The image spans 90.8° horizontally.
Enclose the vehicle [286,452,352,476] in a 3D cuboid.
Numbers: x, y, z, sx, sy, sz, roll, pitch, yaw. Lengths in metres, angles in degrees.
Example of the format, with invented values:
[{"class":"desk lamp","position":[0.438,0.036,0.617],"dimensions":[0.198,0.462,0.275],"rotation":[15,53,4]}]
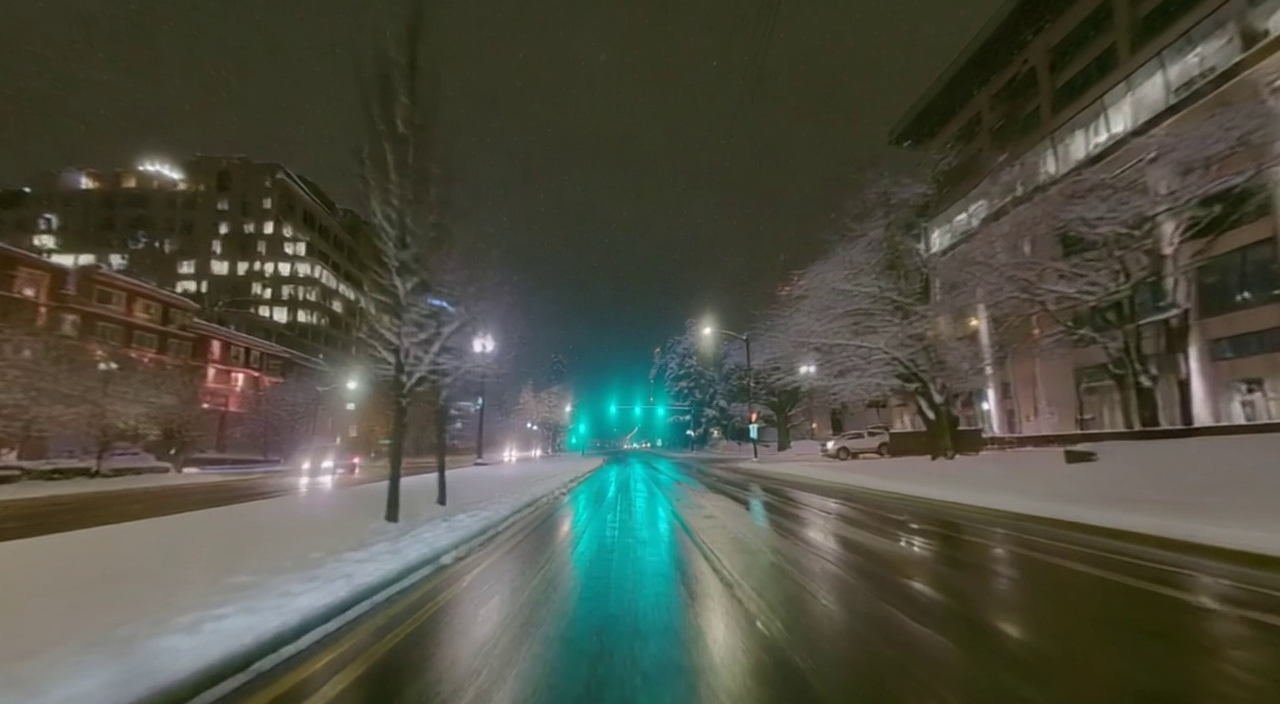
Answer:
[{"class":"vehicle","position":[-21.342,7.410,42.202],"dimensions":[1.867,1.464,4.748],"rotation":[0,-9,0]}]
